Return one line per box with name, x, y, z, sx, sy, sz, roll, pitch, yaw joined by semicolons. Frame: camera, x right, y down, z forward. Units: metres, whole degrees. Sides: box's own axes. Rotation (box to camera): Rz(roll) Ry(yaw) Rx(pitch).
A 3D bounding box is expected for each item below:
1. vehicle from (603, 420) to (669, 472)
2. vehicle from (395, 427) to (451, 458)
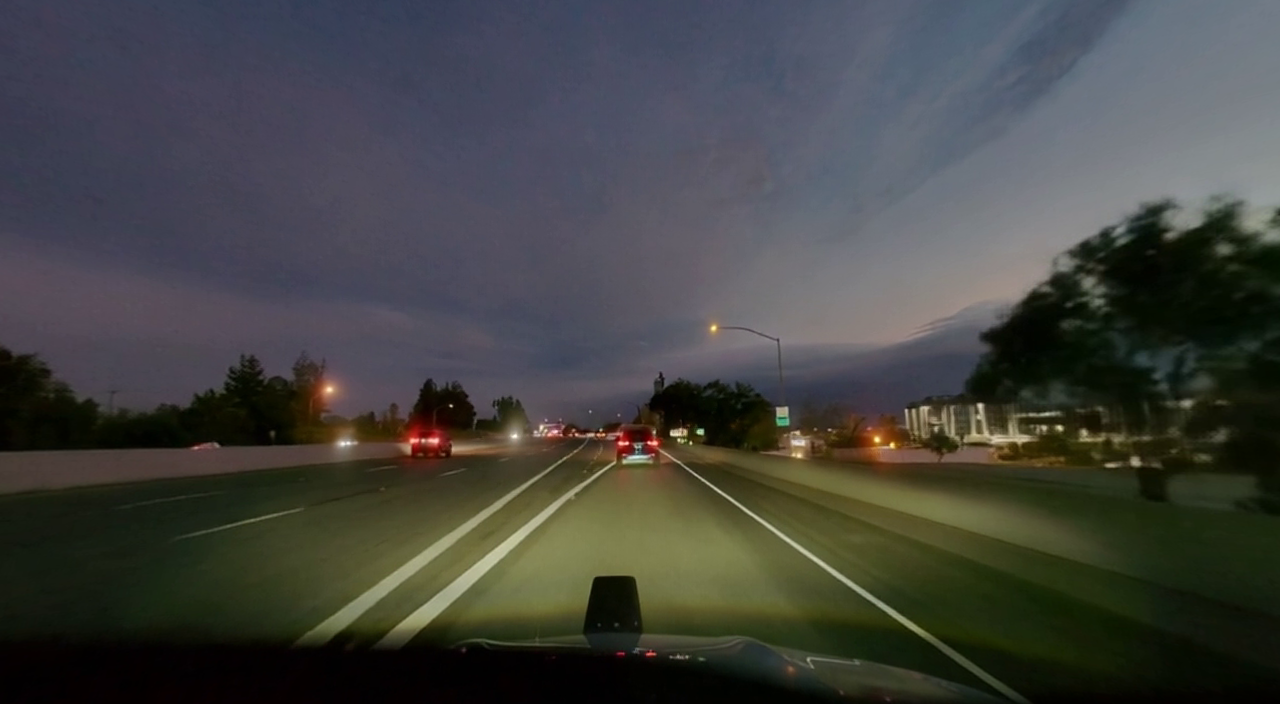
vehicle;-0.184;4.005;27.017;2.497;1.957;5.432;0;-8;-1
vehicle;-14.760;6.233;43.334;2.289;1.955;5.147;0;-8;-4
